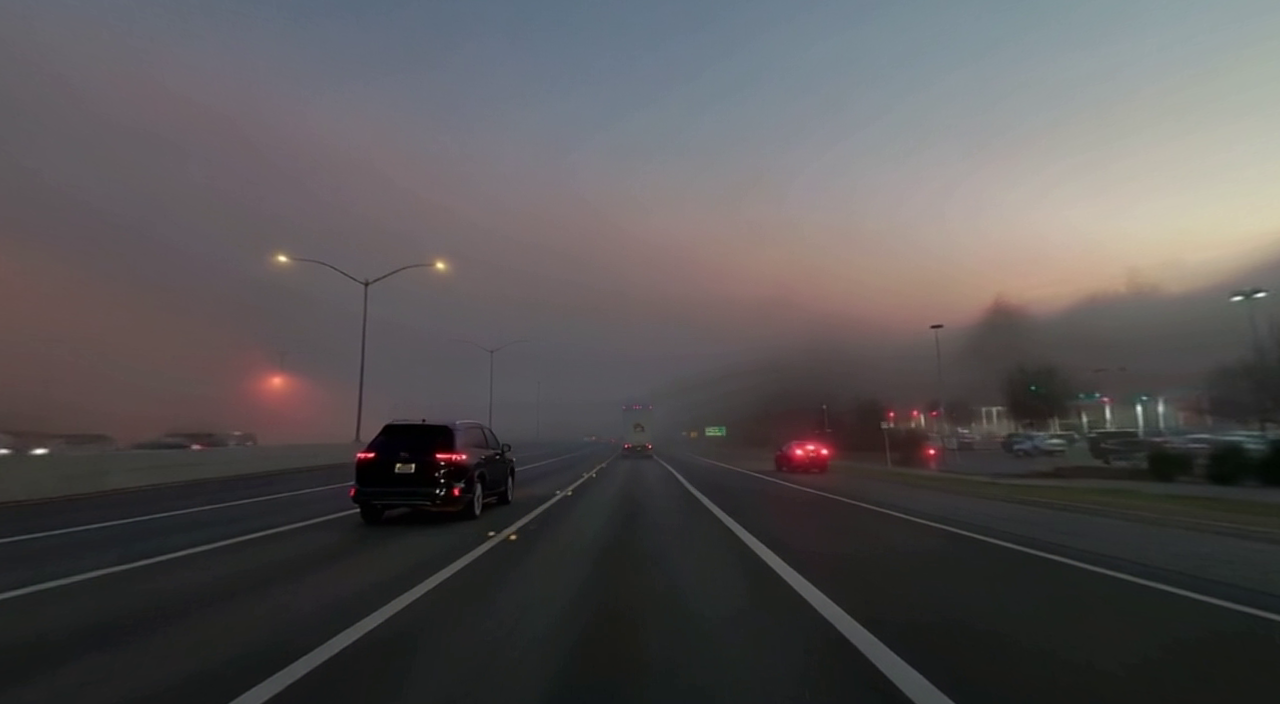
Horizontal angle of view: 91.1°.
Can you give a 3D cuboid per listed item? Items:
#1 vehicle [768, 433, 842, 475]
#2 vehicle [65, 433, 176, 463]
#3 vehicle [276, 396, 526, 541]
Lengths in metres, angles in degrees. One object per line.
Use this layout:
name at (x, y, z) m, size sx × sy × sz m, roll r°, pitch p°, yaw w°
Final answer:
vehicle at (7.028, 4.378, 27.142) m, size 1.958 × 1.681 × 4.109 m, roll 0°, pitch -8°, yaw -2°
vehicle at (-29.045, 5.414, 35.334) m, size 2.159 × 1.556 × 4.729 m, roll 0°, pitch -8°, yaw 1°
vehicle at (-3.506, 1.847, 10.542) m, size 2.178 × 1.826 × 4.933 m, roll 0°, pitch -8°, yaw 1°
